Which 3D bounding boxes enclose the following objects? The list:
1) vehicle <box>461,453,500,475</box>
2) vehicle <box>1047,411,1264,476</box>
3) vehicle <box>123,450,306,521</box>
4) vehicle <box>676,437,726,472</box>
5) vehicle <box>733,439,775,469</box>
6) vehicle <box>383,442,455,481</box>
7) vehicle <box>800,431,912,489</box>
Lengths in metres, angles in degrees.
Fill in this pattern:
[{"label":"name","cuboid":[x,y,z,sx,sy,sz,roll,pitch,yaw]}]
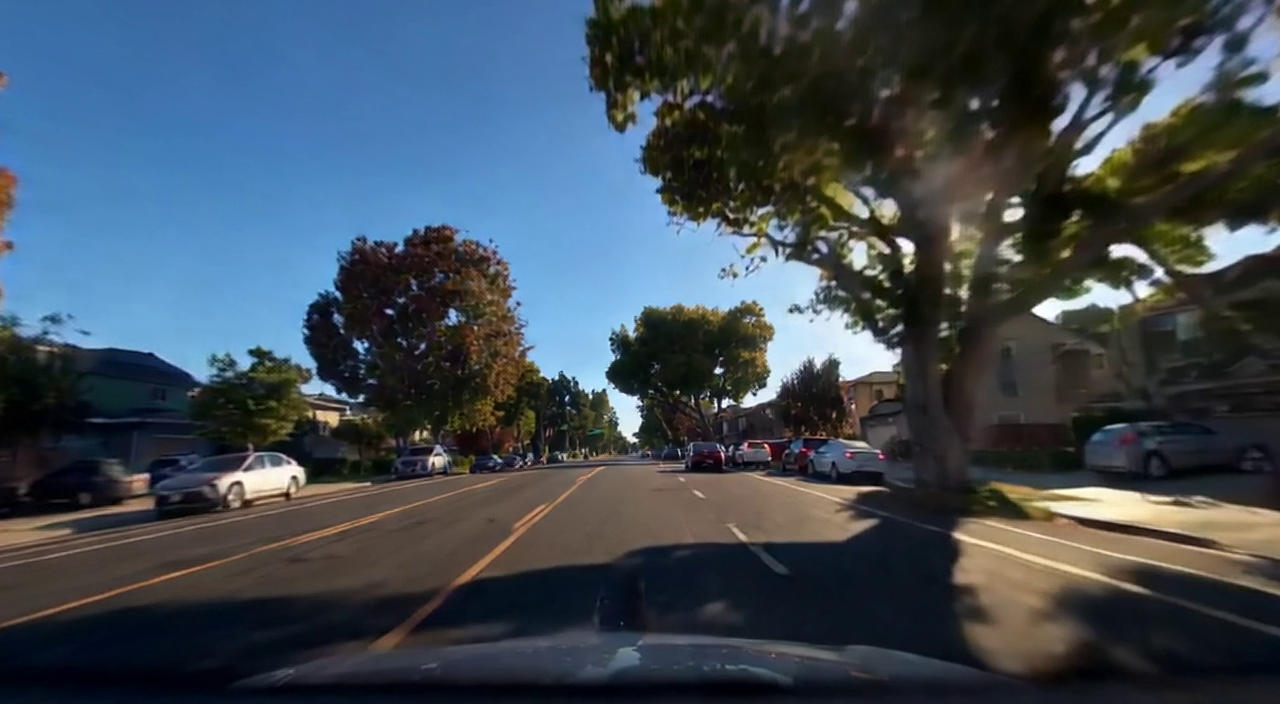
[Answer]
[{"label":"vehicle","cuboid":[-11.725,8.201,46.625,1.809,1.476,4.423,0,-8,-2]},{"label":"vehicle","cuboid":[14.556,2.598,18.016,4.630,1.738,1.943,1,-8,-5]},{"label":"vehicle","cuboid":[-11.549,3.593,17.671,1.953,1.649,4.648,0,-8,-1]},{"label":"vehicle","cuboid":[3.027,5.185,32.195,1.951,1.620,4.582,0,-8,-2]},{"label":"vehicle","cuboid":[7.558,6.800,42.155,1.873,1.867,4.673,0,-8,0]},{"label":"vehicle","cuboid":[-11.584,5.749,33.478,2.181,1.920,4.570,0,-8,0]},{"label":"vehicle","cuboid":[7.496,3.798,22.562,2.071,1.793,5.072,0,-8,-1]}]
